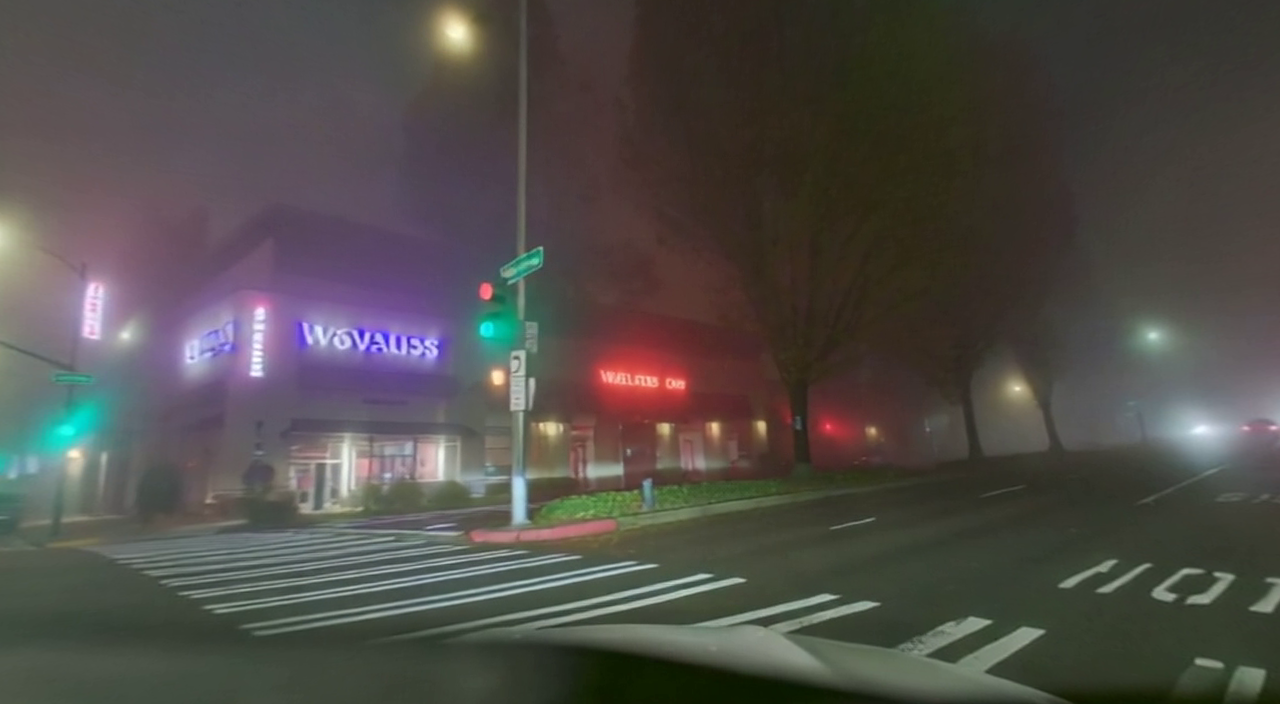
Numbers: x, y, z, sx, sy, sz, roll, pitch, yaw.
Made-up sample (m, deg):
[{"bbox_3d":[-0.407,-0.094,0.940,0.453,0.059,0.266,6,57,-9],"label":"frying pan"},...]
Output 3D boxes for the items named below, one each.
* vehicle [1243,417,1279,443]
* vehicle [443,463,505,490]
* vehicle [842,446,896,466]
[{"bbox_3d":[46.812,5.824,46.939,4.250,1.775,2.223,7,-11,-40],"label":"vehicle"},{"bbox_3d":[-10.017,7.422,37.944,1.956,1.471,3.994,7,-12,-42],"label":"vehicle"},{"bbox_3d":[17.683,7.999,48.667,4.442,1.440,1.840,7,-11,-40],"label":"vehicle"}]
